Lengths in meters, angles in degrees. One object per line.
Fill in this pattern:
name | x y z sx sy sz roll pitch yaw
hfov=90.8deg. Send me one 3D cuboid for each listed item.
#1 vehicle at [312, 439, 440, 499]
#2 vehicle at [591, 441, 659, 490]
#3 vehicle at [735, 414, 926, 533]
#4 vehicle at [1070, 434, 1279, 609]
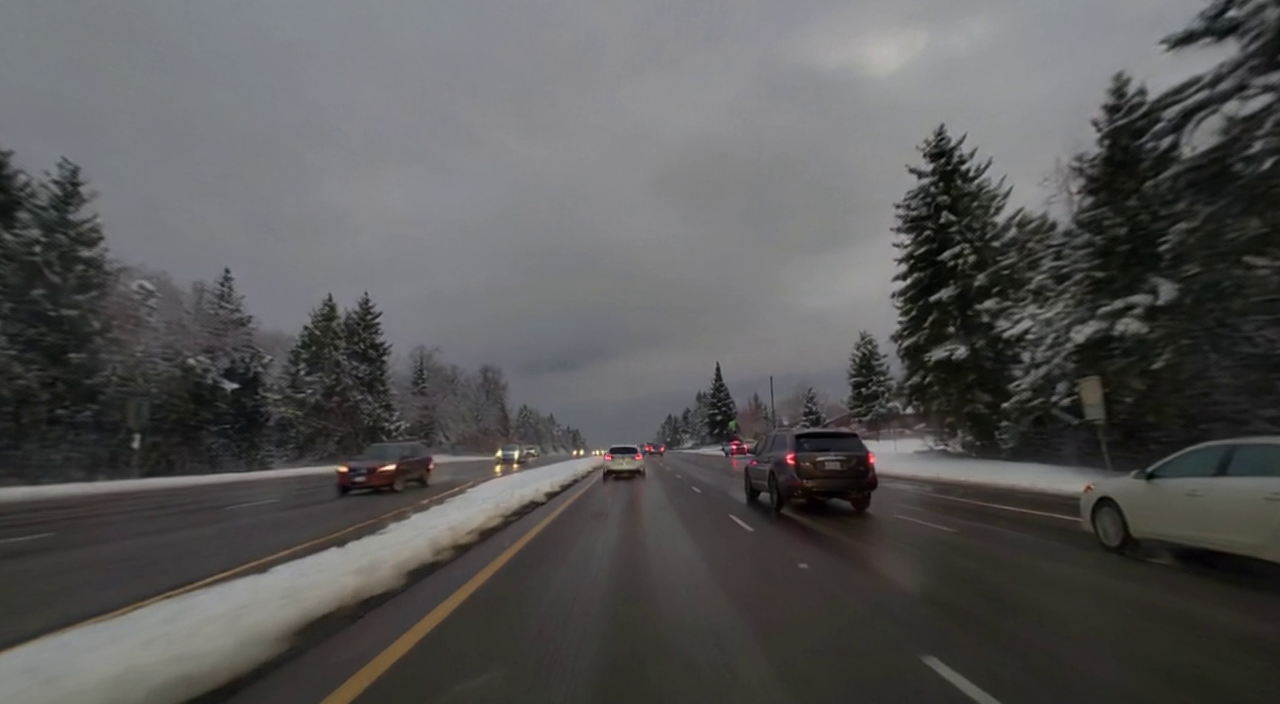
vehicle | -7.571 3.393 18.696 2.011 1.536 4.411 0 -9 -2
vehicle | -0.452 3.714 20.955 2.040 1.451 3.736 0 -9 0
vehicle | 3.333 2.245 12.237 2.186 1.842 4.553 0 -9 -1
vehicle | 6.640 1.453 5.481 2.434 1.467 4.726 0 -9 -1
